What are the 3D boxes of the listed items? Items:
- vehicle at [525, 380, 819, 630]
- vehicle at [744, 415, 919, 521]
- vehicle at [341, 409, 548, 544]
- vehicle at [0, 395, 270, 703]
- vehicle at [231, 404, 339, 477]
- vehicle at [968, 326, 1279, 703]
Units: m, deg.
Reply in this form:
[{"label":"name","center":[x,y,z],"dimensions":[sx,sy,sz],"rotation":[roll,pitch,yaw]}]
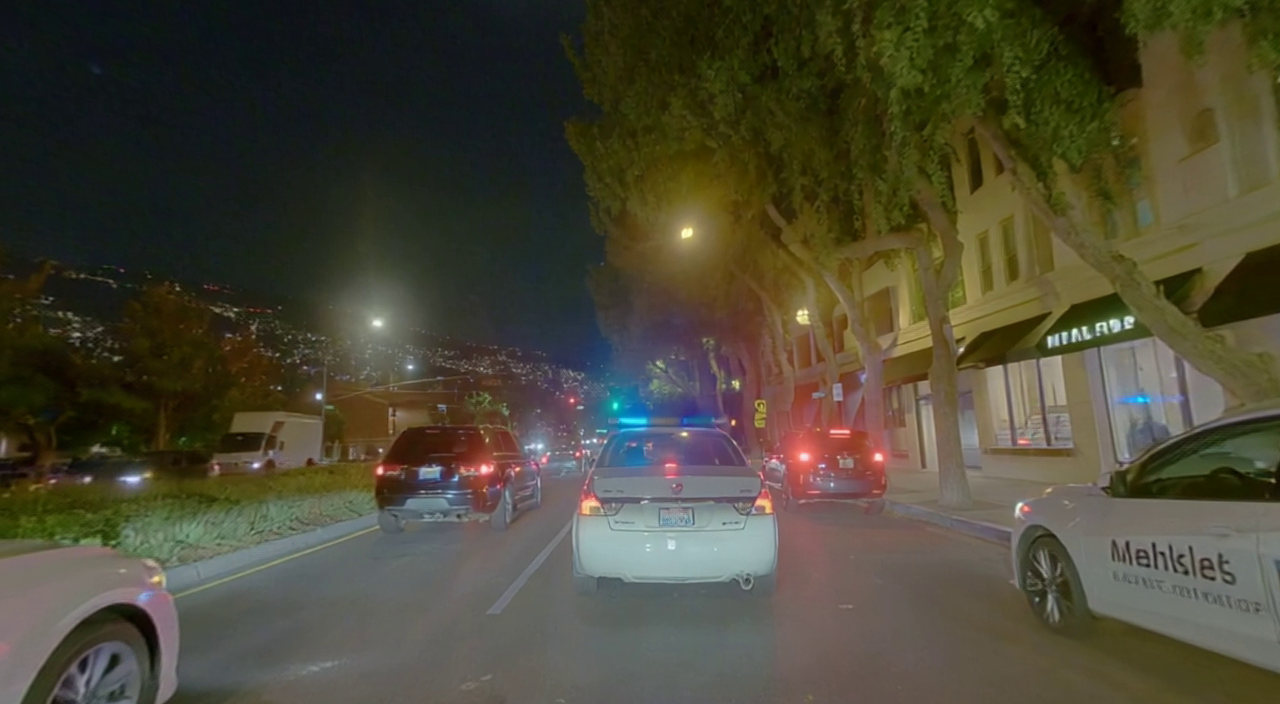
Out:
[{"label":"vehicle","center":[0.217,1.382,6.567],"dimensions":[2.075,1.770,4.018],"rotation":[0,-8,0]},{"label":"vehicle","center":[4.023,2.565,14.531],"dimensions":[2.038,1.865,5.786],"rotation":[2,-9,-2]},{"label":"vehicle","center":[-2.971,2.020,10.822],"dimensions":[2.135,1.806,4.514],"rotation":[0,-8,-1]},{"label":"vehicle","center":[-2.921,0.764,1.179],"dimensions":[1.908,1.474,4.257],"rotation":[0,-8,-1]},{"label":"vehicle","center":[-14.546,3.689,26.142],"dimensions":[2.117,2.762,3.938],"rotation":[0,-8,-1]},{"label":"vehicle","center":[4.047,0.902,3.264],"dimensions":[1.987,1.877,5.330],"rotation":[2,-8,2]}]
